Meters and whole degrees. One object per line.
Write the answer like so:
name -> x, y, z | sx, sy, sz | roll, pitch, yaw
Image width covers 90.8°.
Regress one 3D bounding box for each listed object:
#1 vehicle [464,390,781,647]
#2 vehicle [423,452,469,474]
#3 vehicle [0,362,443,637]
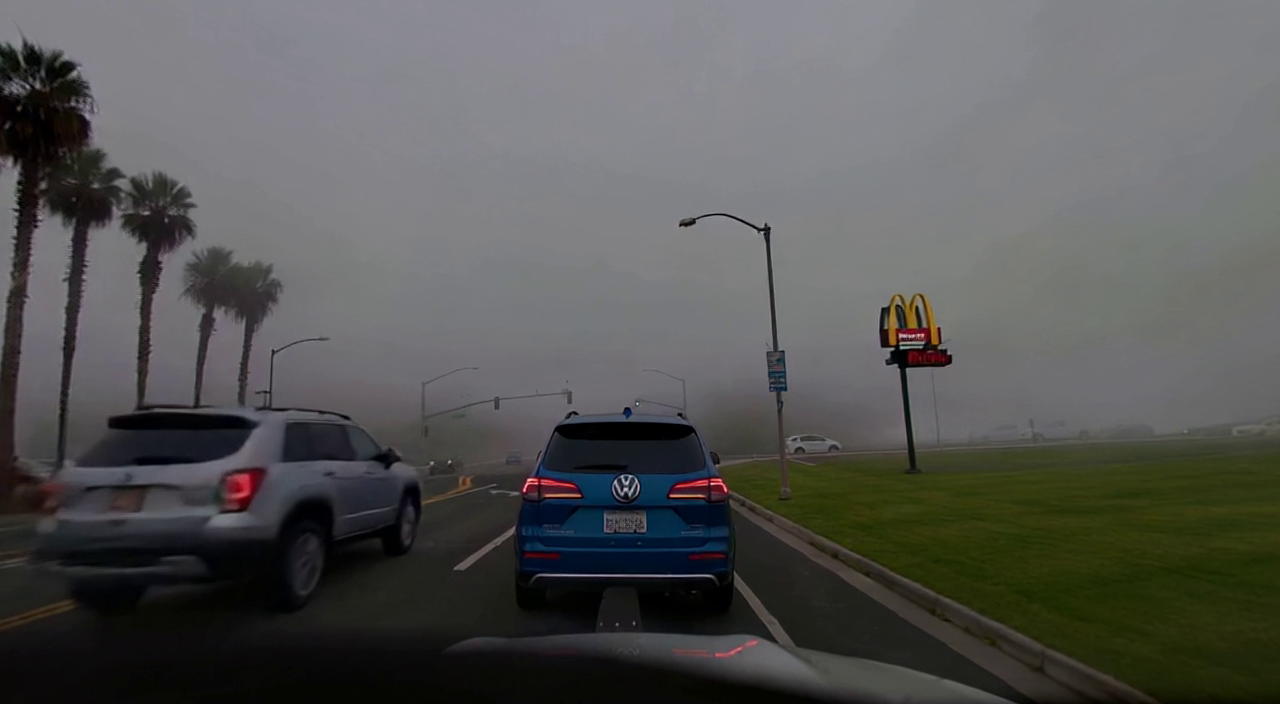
vehicle -> -0.140, 1.420, 6.325 | 2.137, 1.728, 3.926 | 0, -9, -1
vehicle -> -15.130, 8.638, 49.498 | 2.069, 1.617, 4.613 | 0, -9, 0
vehicle -> -4.205, 1.428, 7.136 | 2.344, 1.980, 5.009 | 0, -9, 0
